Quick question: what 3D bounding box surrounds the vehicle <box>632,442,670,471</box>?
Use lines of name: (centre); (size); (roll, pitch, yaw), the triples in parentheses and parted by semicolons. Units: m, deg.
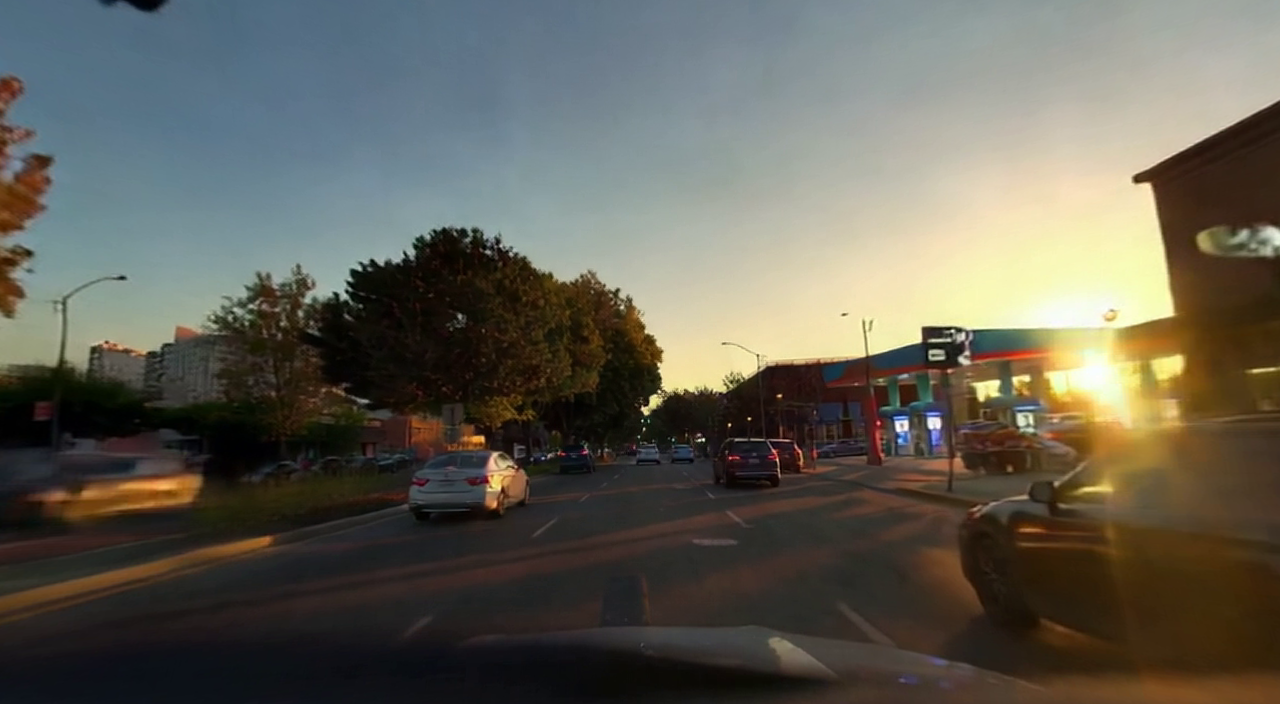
vehicle: (0.670, 6.483, 39.382); (2.192, 1.674, 4.124); (0, -8, 1)

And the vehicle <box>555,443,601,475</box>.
vehicle: (-3.310, 5.776, 34.232); (1.988, 1.645, 3.995); (0, -8, 1)

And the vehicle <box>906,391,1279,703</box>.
vehicle: (3.167, 1.011, 2.946); (1.919, 1.502, 4.572); (0, -8, 1)

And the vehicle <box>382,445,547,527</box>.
vehicle: (-3.298, 2.592, 12.872); (2.013, 1.354, 4.393); (0, -8, 1)

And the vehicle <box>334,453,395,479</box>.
vehicle: (-18.524, 7.649, 42.616); (1.947, 1.616, 4.638); (0, -8, 1)

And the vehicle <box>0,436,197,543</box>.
vehicle: (-11.754, 2.648, 12.877); (2.012, 1.781, 4.599); (0, -8, 0)

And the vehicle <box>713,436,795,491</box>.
vehicle: (3.829, 3.842, 22.120); (1.980, 1.709, 4.813); (0, -8, 0)

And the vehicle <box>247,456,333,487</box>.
vehicle: (-19.039, 6.502, 34.579); (1.890, 1.472, 4.769); (0, -8, 1)
